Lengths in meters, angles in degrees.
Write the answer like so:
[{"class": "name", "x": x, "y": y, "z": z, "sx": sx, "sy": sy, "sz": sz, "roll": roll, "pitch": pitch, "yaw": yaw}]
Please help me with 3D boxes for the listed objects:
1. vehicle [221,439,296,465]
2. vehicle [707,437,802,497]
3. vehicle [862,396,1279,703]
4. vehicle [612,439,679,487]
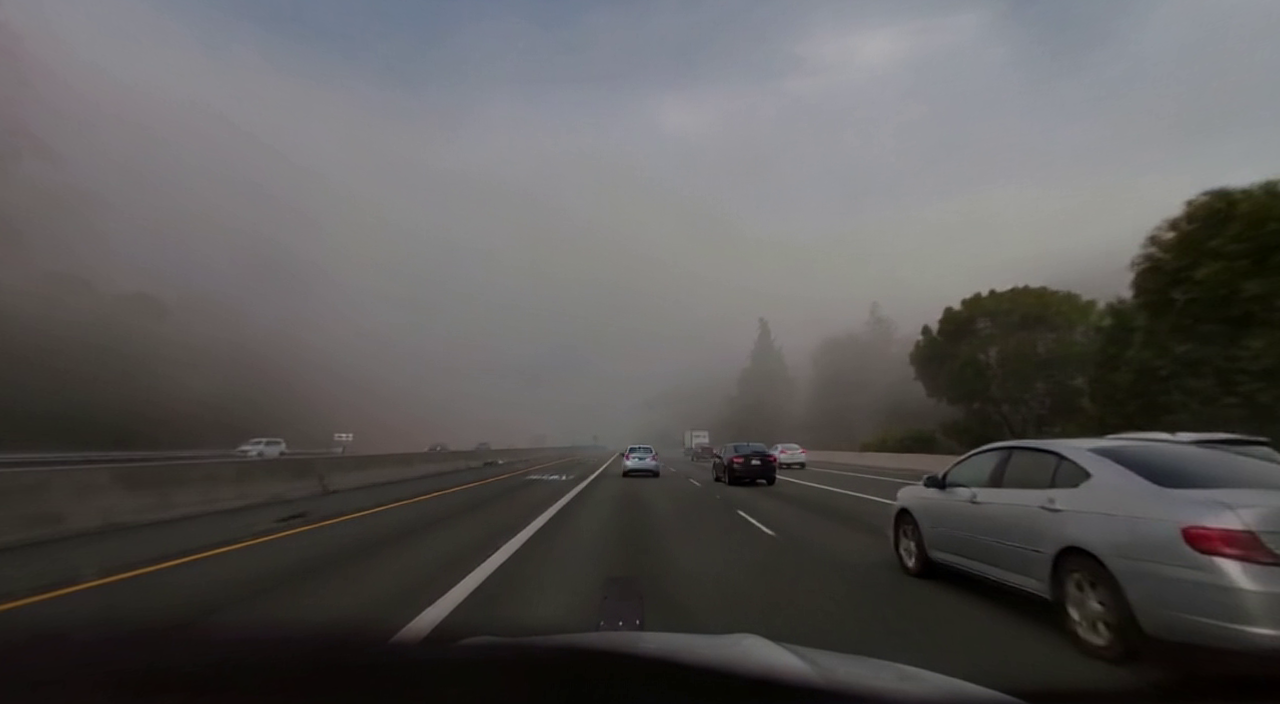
[{"class": "vehicle", "x": -25.931, "y": 6.808, "z": 43.197, "sx": 2.105, "sy": 1.666, "sz": 4.914, "roll": 0, "pitch": -9, "yaw": 0}, {"class": "vehicle", "x": 3.176, "y": 3.277, "z": 18.394, "sx": 1.856, "sy": 1.517, "sz": 4.198, "roll": 0, "pitch": -9, "yaw": -2}, {"class": "vehicle", "x": 3.411, "y": 1.223, "z": 4.372, "sx": 1.993, "sy": 1.504, "sz": 4.781, "roll": 0, "pitch": -9, "yaw": 0}, {"class": "vehicle", "x": 0.118, "y": 3.798, "z": 21.916, "sx": 2.098, "sy": 1.475, "sz": 3.997, "roll": 0, "pitch": -9, "yaw": -1}]
